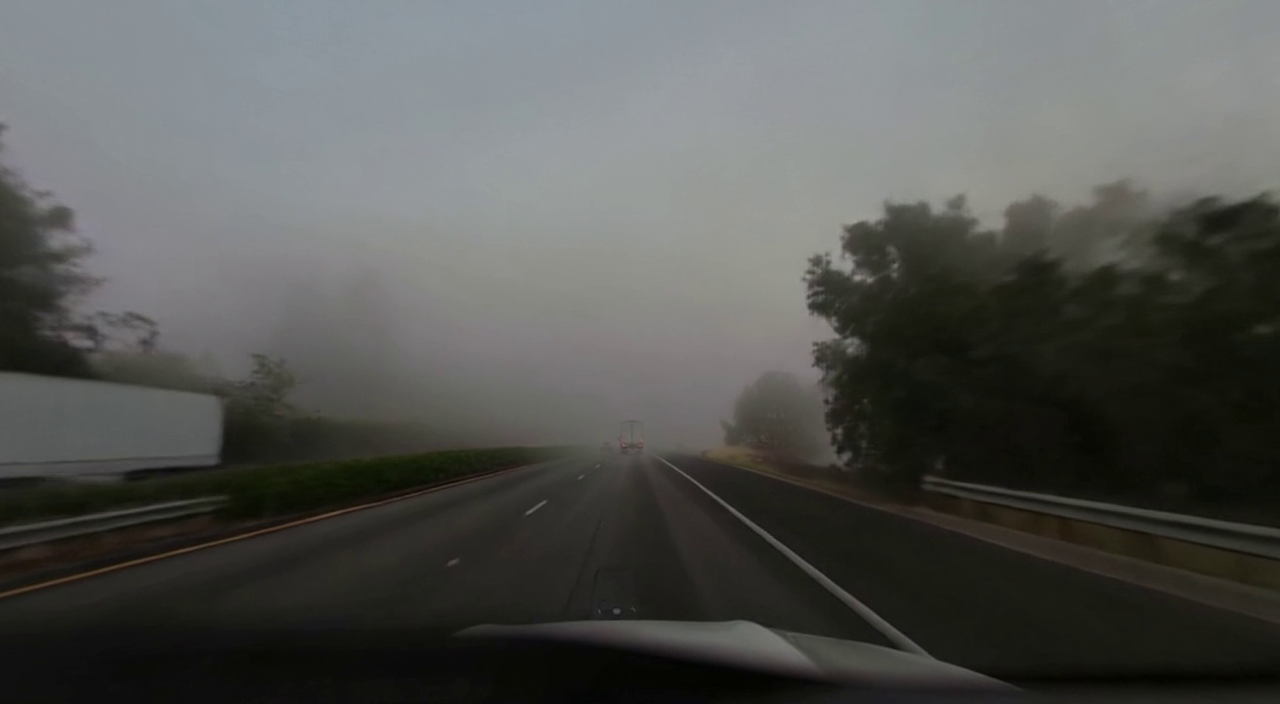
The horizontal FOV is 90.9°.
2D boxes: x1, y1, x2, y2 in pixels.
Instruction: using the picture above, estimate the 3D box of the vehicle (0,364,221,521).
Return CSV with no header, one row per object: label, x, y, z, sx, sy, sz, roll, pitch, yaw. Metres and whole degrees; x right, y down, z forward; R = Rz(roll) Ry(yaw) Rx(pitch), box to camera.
vehicle,-16.818,2.468,17.260,3.033,3.711,11.259,0,-8,0
